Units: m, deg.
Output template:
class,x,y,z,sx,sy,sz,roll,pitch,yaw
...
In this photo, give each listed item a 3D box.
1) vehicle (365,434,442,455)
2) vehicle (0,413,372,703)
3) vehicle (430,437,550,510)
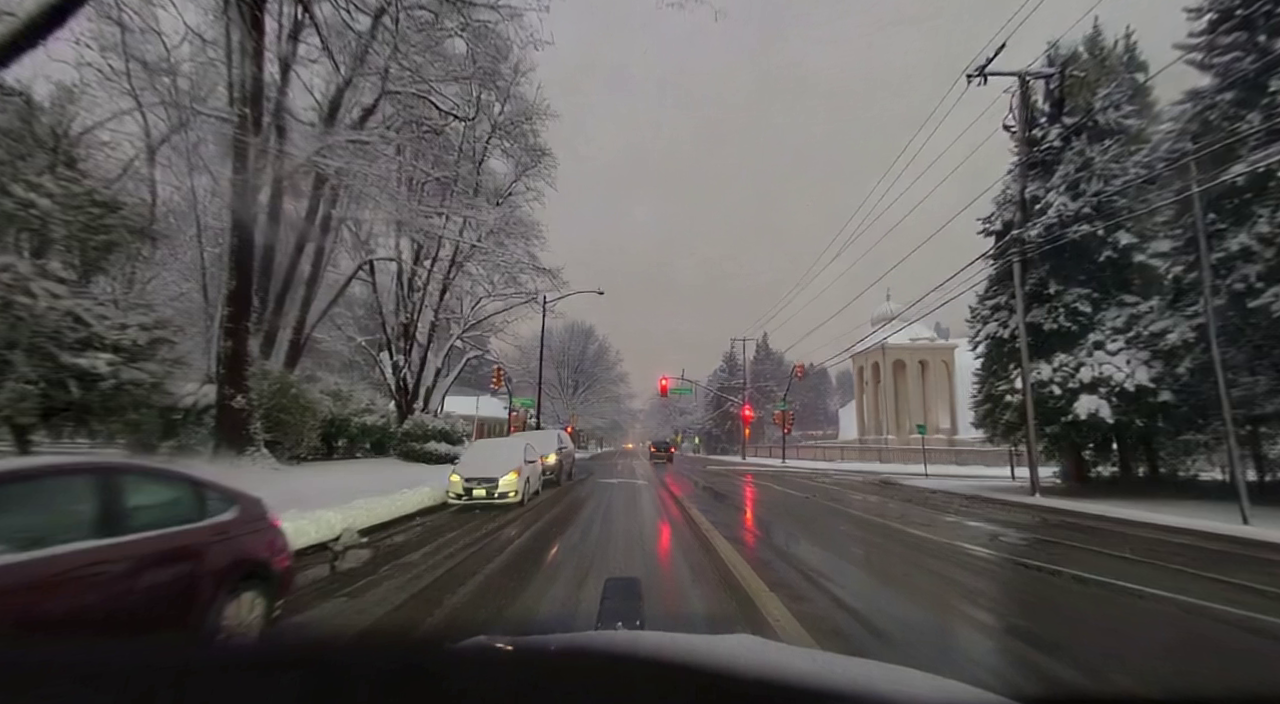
class,x,y,z,sx,sy,sz,roll,pitch,yaw
vehicle,-16.807,6.601,45.066,4.718,1.497,2.032,0,-9,0
vehicle,-3.252,1.011,2.474,2.089,1.501,5.294,0,-9,0
vehicle,-3.511,2.936,15.774,1.855,1.534,4.644,0,-9,0
